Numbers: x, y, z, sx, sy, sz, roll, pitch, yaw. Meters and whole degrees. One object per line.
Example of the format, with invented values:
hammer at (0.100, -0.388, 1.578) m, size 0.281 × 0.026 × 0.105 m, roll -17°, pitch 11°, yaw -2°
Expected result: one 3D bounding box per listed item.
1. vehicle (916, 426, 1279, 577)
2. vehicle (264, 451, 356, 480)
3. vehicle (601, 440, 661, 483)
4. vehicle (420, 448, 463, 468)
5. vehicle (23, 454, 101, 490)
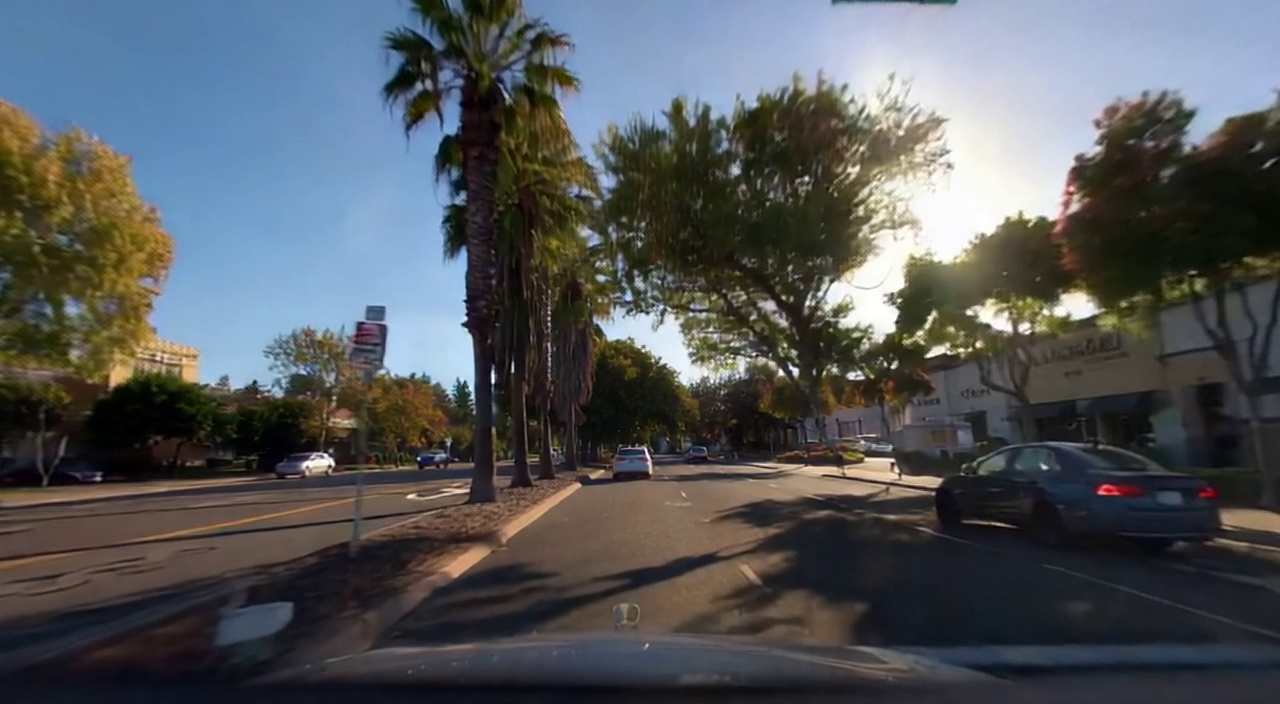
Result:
vehicle at (6.226, 1.986, 9.232) m, size 2.244 × 1.618 × 4.585 m, roll 0°, pitch -9°, yaw -1°
vehicle at (-18.360, 6.296, 35.354) m, size 1.968 × 1.524 × 4.390 m, roll -2°, pitch -9°, yaw 16°
vehicle at (-0.328, 4.191, 24.403) m, size 2.106 × 1.496 × 3.964 m, roll 0°, pitch -9°, yaw -1°
vehicle at (-15.494, 8.258, 49.444) m, size 2.015 × 1.509 × 4.295 m, roll 0°, pitch -9°, yaw -1°
vehicle at (-26.599, 5.437, 29.018) m, size 4.497 × 1.488 × 2.033 m, roll -8°, pitch -12°, yaw 41°
